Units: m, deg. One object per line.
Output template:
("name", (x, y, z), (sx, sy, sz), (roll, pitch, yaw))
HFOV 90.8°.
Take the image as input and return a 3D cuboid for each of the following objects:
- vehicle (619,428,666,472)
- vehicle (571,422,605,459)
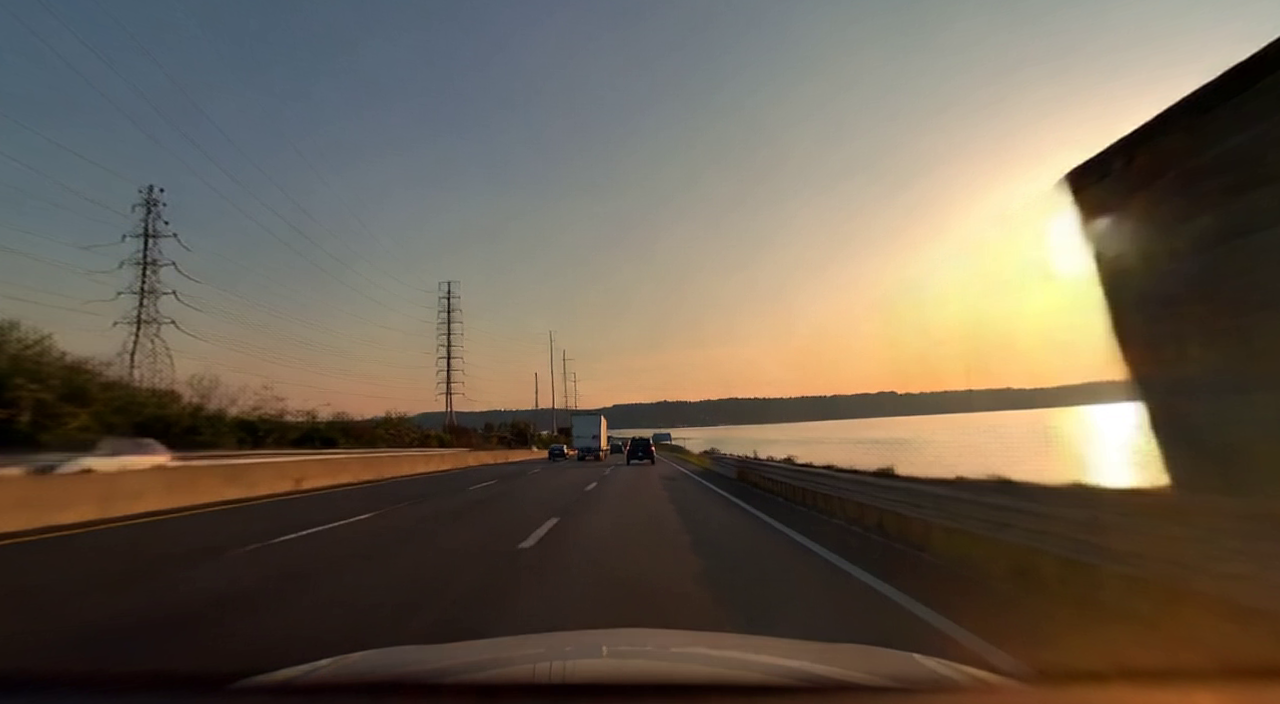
("vehicle", (0.133, 5.163, 33.535), (2.358, 2.144, 4.713), (0, -8, 0))
("vehicle", (-3.667, 6.290, 44.607), (2.178, 2.522, 2.054), (0, -8, 1))
